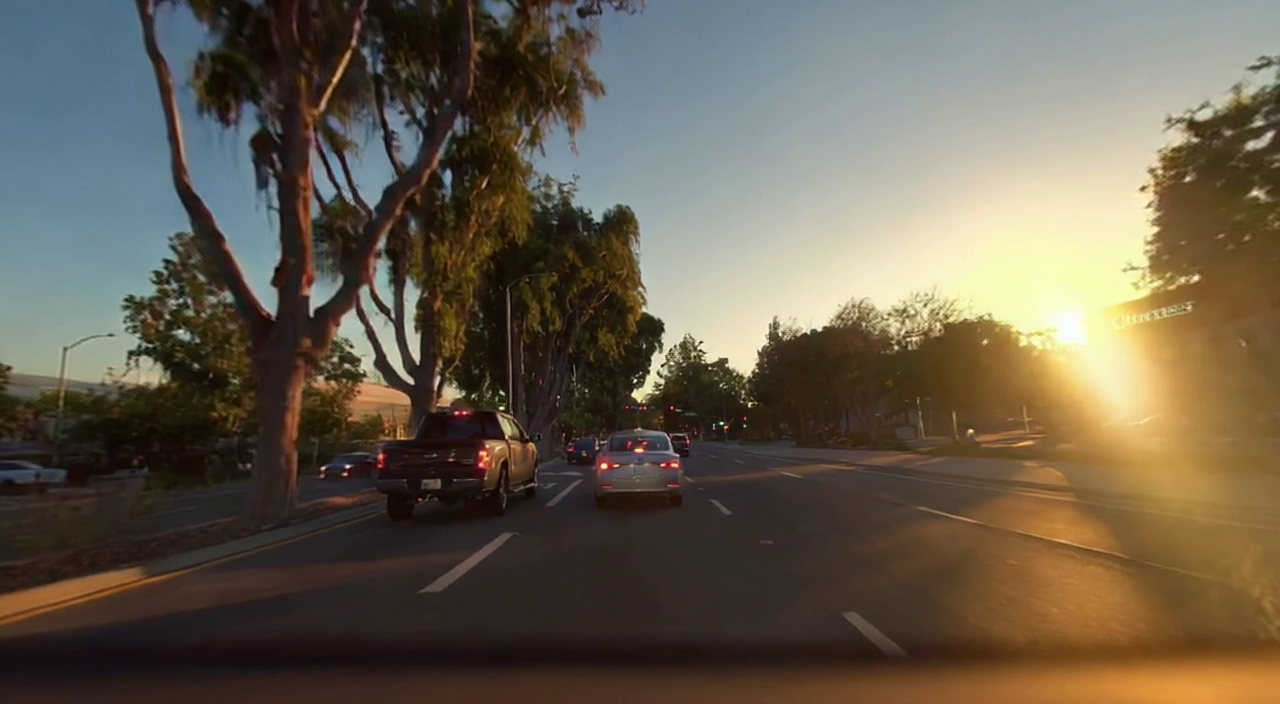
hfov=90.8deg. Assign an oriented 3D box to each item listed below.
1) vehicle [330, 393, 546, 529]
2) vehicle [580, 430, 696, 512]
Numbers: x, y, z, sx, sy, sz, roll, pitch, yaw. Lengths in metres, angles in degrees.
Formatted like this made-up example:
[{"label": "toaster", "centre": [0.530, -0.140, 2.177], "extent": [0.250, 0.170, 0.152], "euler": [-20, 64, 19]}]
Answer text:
[{"label": "vehicle", "centre": [-3.394, 2.013, 12.152], "extent": [2.301, 1.985, 5.531], "euler": [0, -8, 0]}, {"label": "vehicle", "centre": [-0.094, 2.472, 13.591], "extent": [2.126, 1.475, 3.967], "euler": [0, -8, -2]}]
